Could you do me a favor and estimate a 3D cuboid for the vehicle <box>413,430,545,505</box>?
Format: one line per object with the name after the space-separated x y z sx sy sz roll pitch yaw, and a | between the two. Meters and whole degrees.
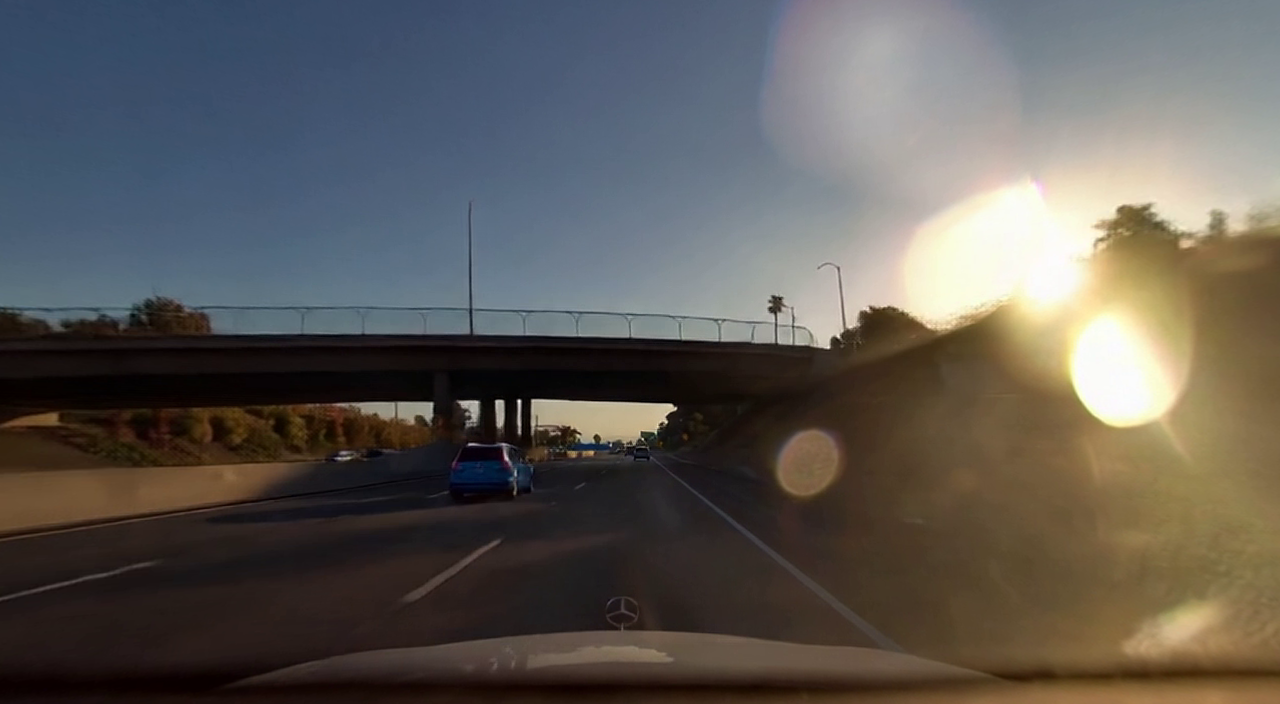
-4.210 3.118 17.537 2.272 1.759 5.058 0 -9 1 | vehicle
